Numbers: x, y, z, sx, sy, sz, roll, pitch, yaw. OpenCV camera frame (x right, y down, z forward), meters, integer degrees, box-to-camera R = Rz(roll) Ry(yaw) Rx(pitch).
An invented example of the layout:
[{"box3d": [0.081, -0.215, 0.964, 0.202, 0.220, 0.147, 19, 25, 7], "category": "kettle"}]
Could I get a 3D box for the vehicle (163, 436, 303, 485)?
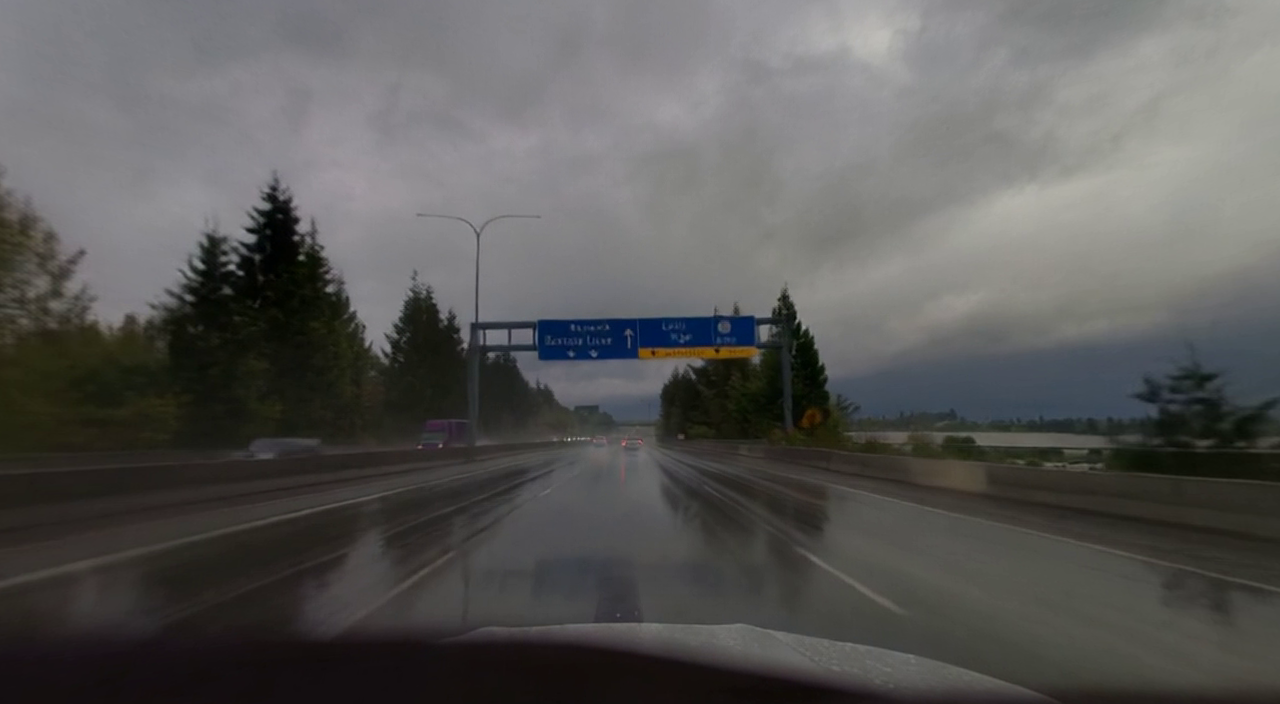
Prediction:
[{"box3d": [-13.715, 3.651, 21.567, 1.941, 1.486, 4.335, 0, -8, -1], "category": "vehicle"}]
